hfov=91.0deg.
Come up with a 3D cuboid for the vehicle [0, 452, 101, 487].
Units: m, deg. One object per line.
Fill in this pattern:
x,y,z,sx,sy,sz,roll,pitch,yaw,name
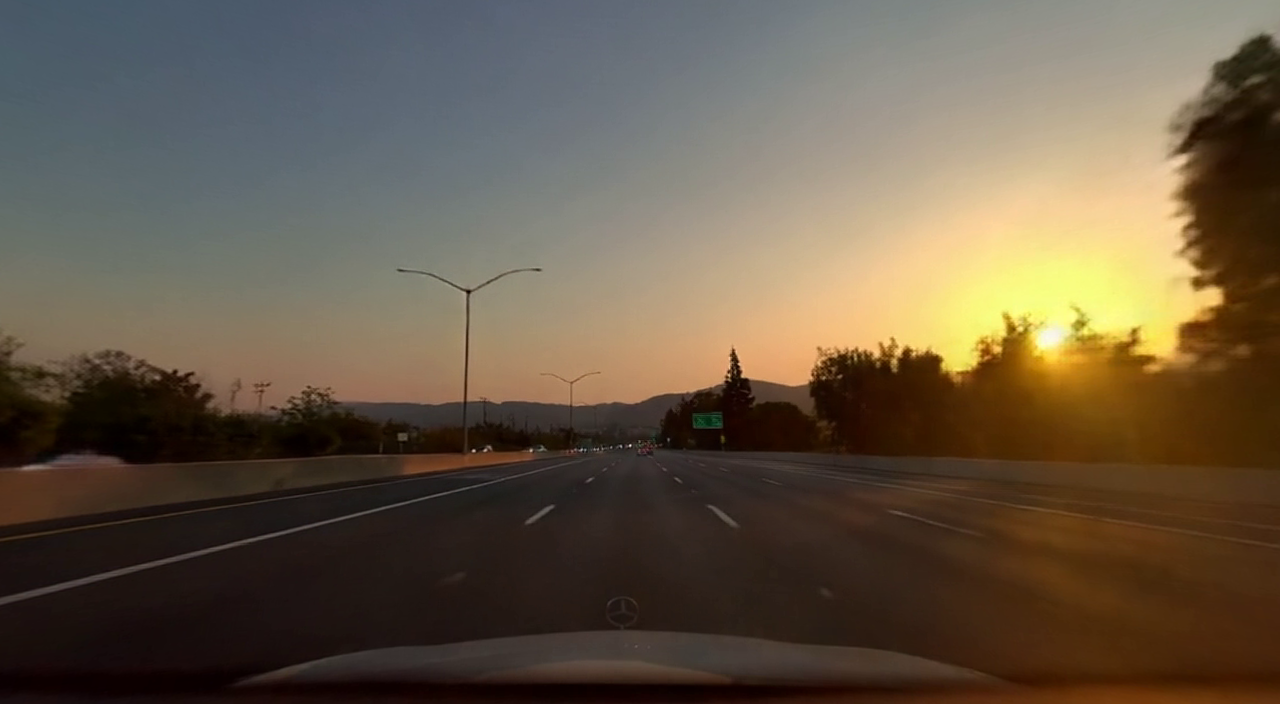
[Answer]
-28.963,5.623,30.437,1.840,1.518,4.430,0,-9,0,vehicle
